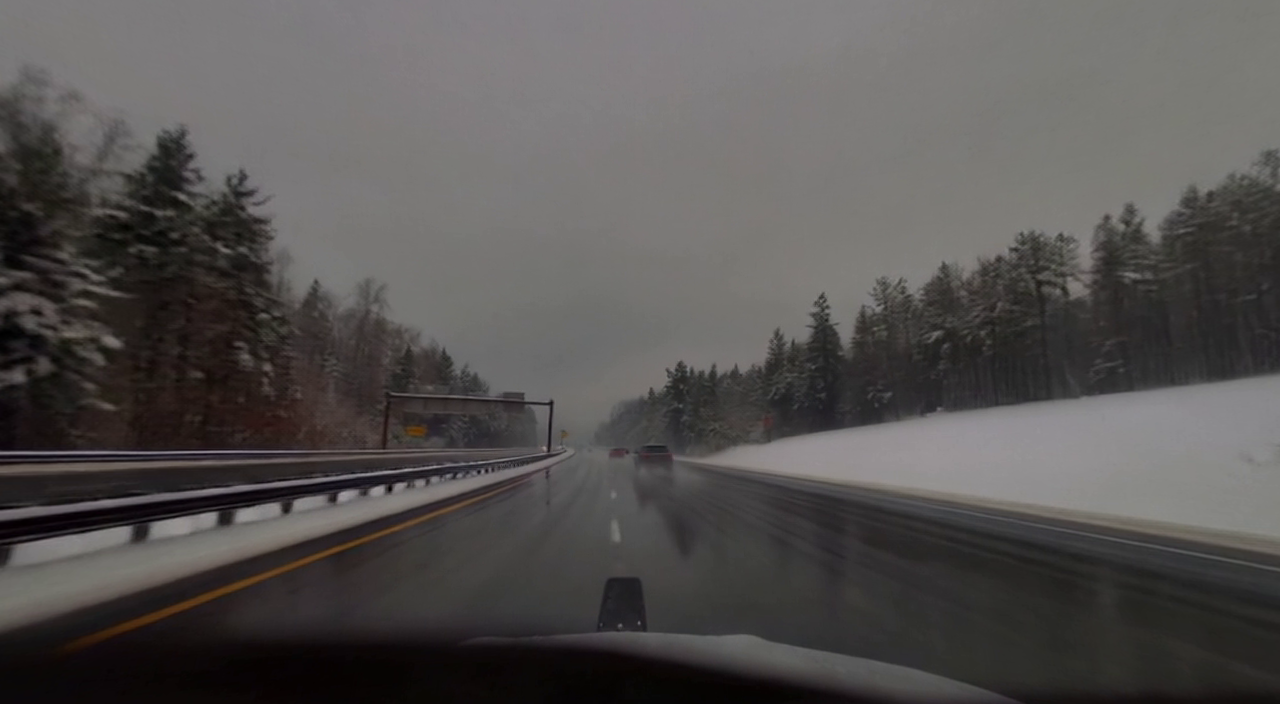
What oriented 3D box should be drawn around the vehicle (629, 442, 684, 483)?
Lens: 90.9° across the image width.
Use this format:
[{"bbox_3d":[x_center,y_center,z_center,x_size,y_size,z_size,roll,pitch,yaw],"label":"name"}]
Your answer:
[{"bbox_3d":[0.620,4.645,26.792,2.011,1.590,3.607,0,-9,-4],"label":"vehicle"}]
